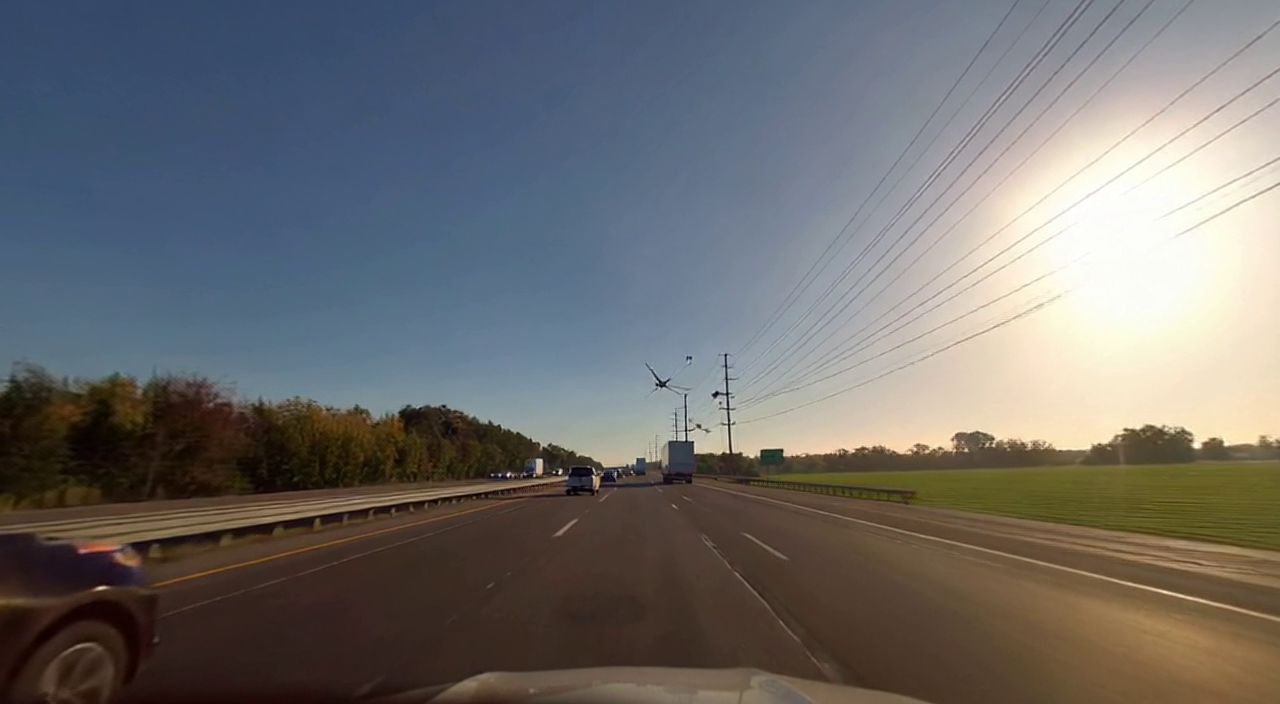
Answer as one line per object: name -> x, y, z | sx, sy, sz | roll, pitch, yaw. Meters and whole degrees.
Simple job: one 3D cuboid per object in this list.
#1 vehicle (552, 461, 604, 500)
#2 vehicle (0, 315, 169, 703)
vehicle -> -2.936, 6.241, 30.835 | 2.065, 1.722, 4.441 | 1, -11, 0
vehicle -> -3.612, 0.490, 0.897 | 2.146, 1.862, 4.703 | 1, -11, 0
